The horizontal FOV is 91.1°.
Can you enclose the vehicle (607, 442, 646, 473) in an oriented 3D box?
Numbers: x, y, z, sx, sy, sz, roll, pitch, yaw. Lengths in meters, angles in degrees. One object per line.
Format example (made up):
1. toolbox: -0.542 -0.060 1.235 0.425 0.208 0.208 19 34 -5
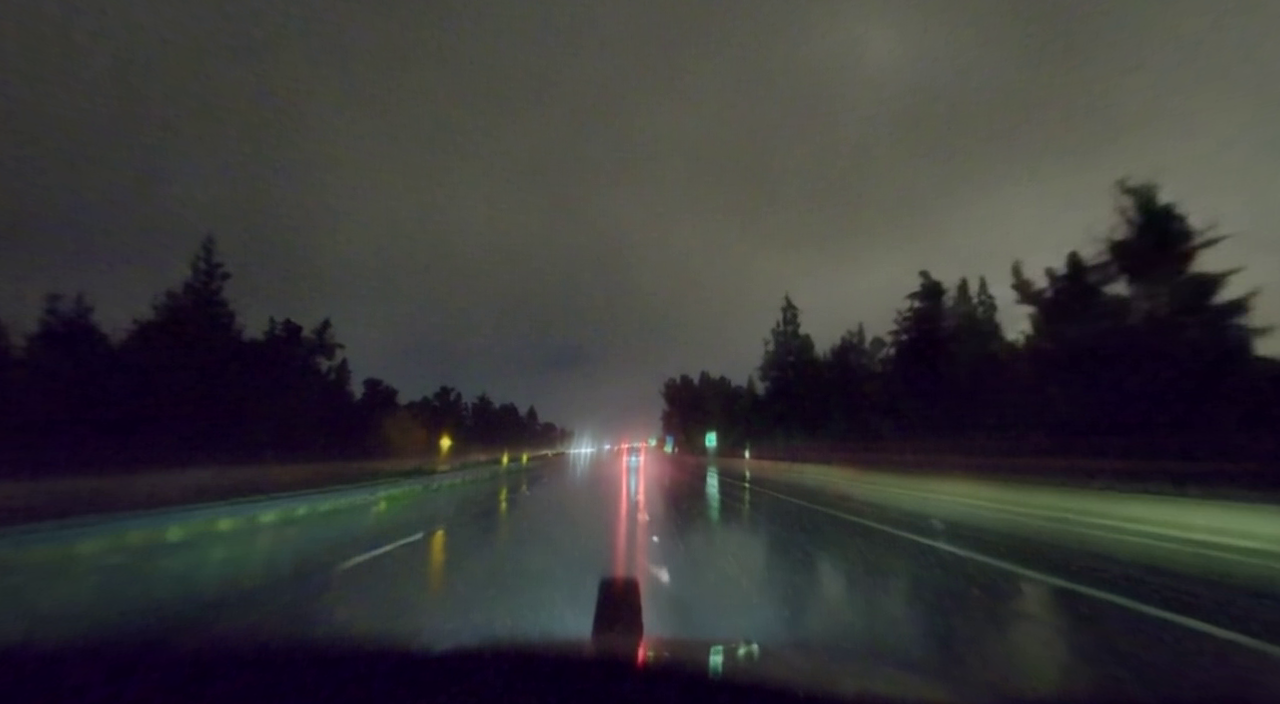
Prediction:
1. vehicle: -0.768 6.146 36.746 2.120 1.715 4.153 0 -9 0
